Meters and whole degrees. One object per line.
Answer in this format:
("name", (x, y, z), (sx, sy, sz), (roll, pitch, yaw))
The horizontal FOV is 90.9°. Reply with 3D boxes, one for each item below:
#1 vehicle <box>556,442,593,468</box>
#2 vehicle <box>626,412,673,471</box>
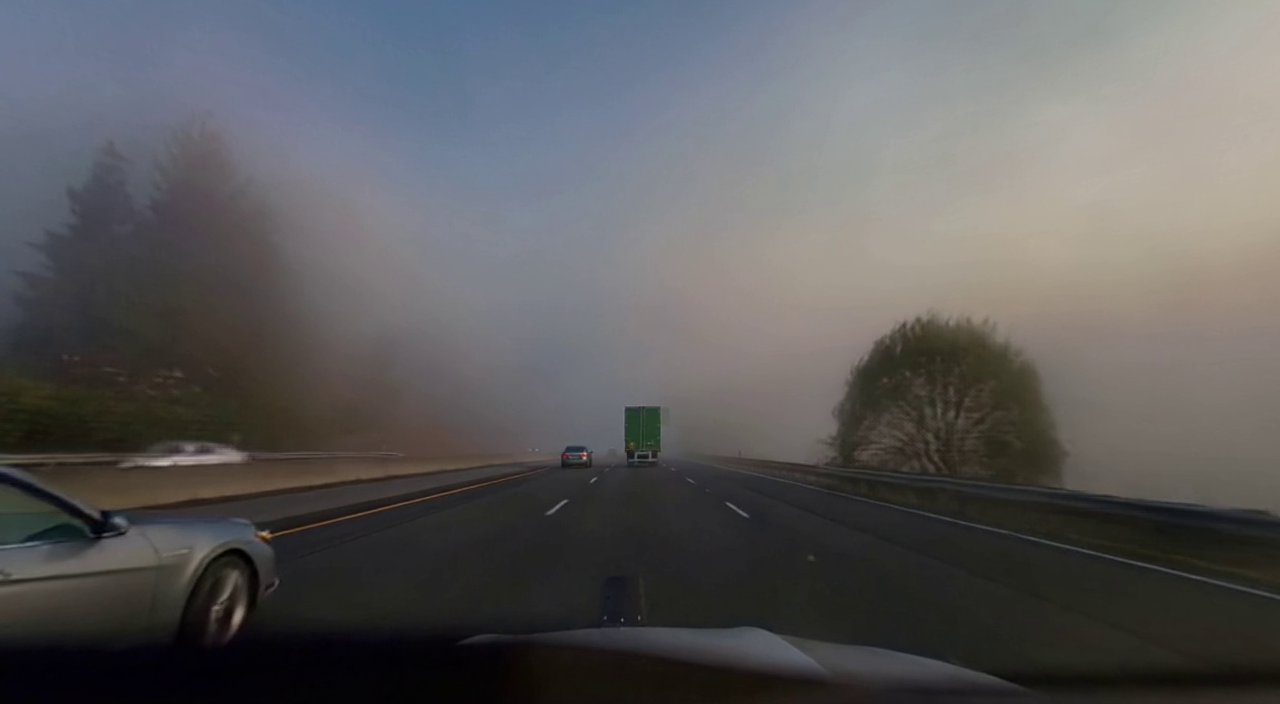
("vehicle", (-4.392, 6.994, 42.742), (2.079, 1.656, 3.965), (0, -9, 0))
("vehicle", (0.514, 6.216, 43.605), (2.893, 3.628, 9.081), (0, -9, -1))
